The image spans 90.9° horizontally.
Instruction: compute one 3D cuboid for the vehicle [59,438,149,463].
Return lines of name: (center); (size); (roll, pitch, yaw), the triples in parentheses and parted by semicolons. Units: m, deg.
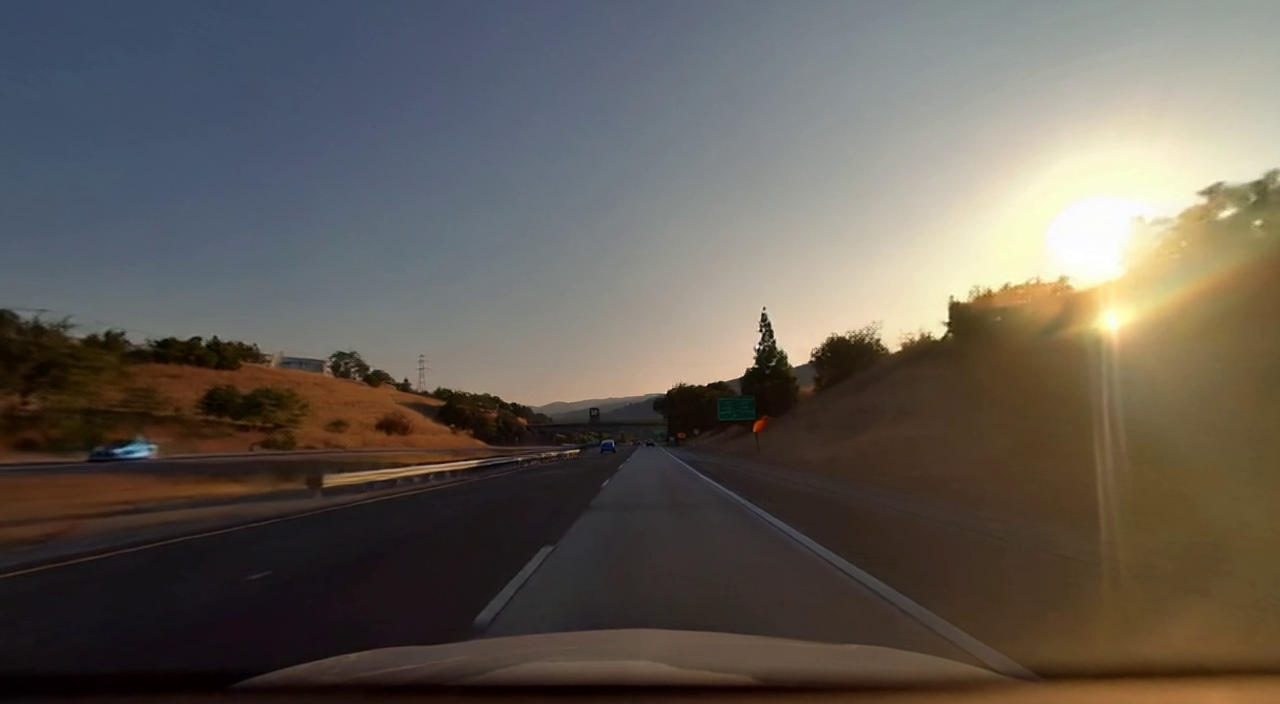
vehicle: (-33.002, 6.076, 39.007); (1.824, 1.477, 4.353); (0, -8, -1)
